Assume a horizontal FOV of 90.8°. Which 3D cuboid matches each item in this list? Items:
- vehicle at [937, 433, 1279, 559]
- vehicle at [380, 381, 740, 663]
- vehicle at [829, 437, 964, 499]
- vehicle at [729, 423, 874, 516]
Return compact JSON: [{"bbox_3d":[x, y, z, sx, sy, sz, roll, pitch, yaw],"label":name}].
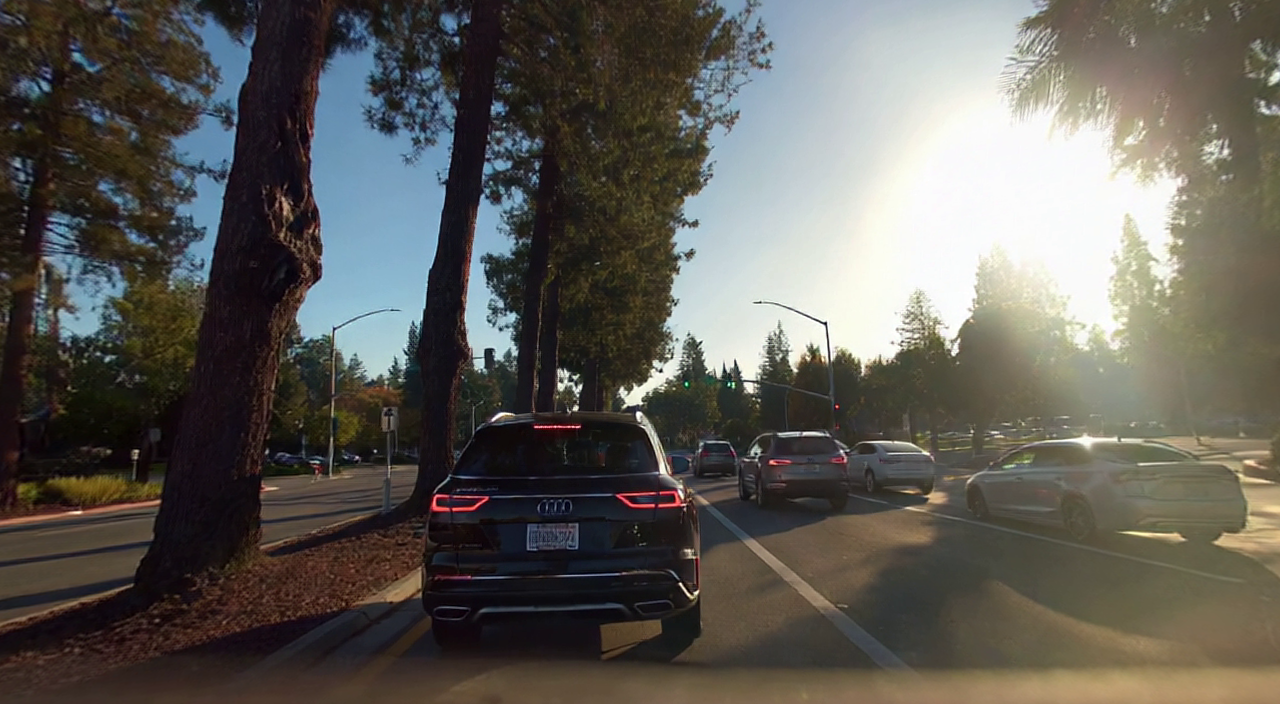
[{"bbox_3d":[6.586,2.015,9.656,1.894,1.445,4.565,0,-9,1],"label":"vehicle"},{"bbox_3d":[-0.436,1.351,6.078,2.201,1.709,4.271,0,-9,2],"label":"vehicle"},{"bbox_3d":[6.963,3.183,17.769,1.890,1.489,4.415,0,-9,-1],"label":"vehicle"},{"bbox_3d":[3.250,2.470,13.747,1.963,1.682,4.407,0,-9,0],"label":"vehicle"}]
